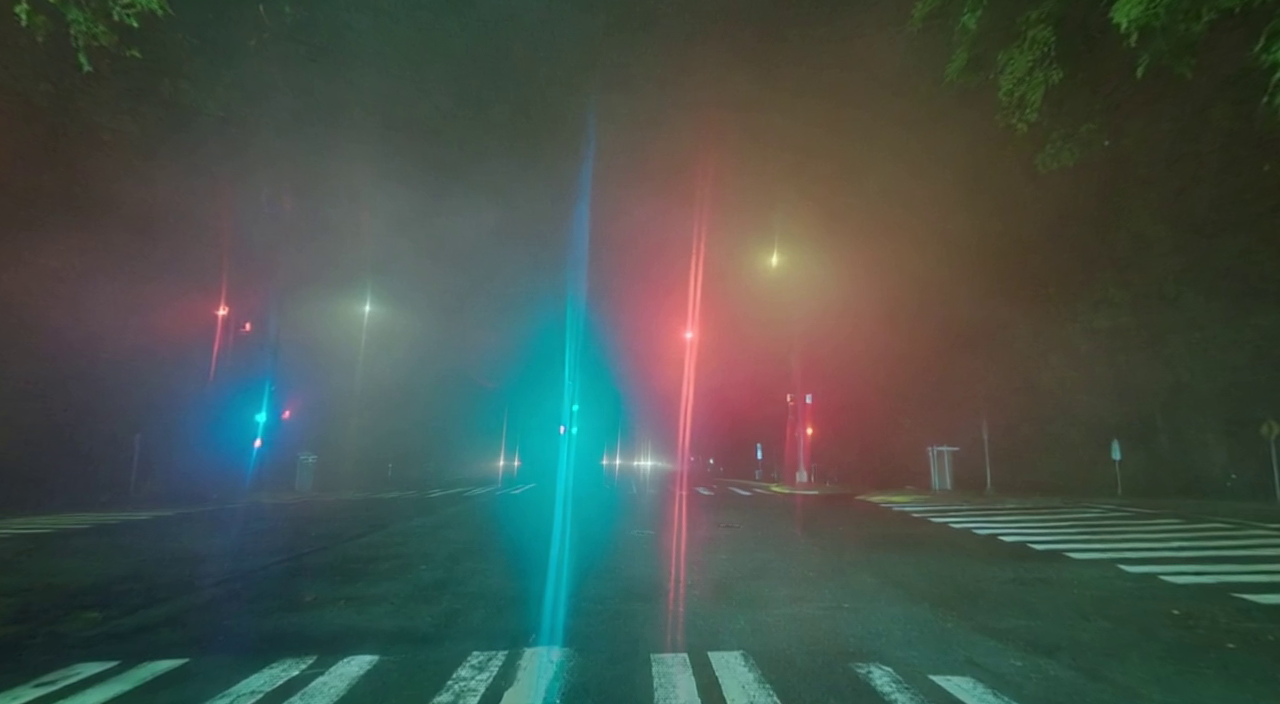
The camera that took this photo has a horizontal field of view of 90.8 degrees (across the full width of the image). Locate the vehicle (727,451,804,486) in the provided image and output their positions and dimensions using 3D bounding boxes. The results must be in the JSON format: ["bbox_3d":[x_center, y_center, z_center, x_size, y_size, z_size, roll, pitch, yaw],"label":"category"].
[{"bbox_3d":[8.819,8.253,45.446,2.771,2.214,7.159,2,-9,-12],"label":"vehicle"}]
